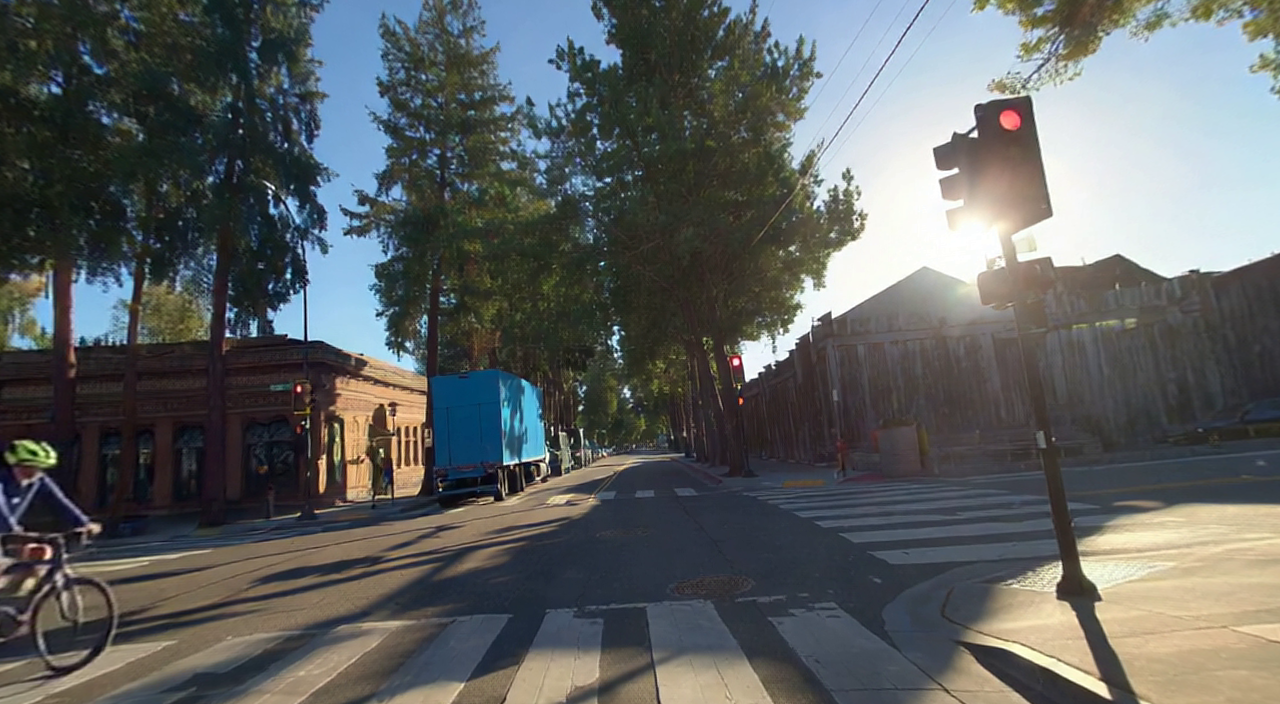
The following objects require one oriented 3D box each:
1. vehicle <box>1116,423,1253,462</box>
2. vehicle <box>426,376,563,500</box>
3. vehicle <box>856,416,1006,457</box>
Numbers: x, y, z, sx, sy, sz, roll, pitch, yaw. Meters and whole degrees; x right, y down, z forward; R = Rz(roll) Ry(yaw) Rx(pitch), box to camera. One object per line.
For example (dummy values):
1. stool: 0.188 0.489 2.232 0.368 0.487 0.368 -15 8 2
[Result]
1. vehicle: 24.944 4.161 29.020 4.268 1.695 2.053 0 -8 3
2. vehicle: -5.738 3.725 27.166 3.113 4.041 10.284 -6 -8 0
3. vehicle: 10.678 3.143 23.424 4.643 1.456 1.820 -1 -8 5
